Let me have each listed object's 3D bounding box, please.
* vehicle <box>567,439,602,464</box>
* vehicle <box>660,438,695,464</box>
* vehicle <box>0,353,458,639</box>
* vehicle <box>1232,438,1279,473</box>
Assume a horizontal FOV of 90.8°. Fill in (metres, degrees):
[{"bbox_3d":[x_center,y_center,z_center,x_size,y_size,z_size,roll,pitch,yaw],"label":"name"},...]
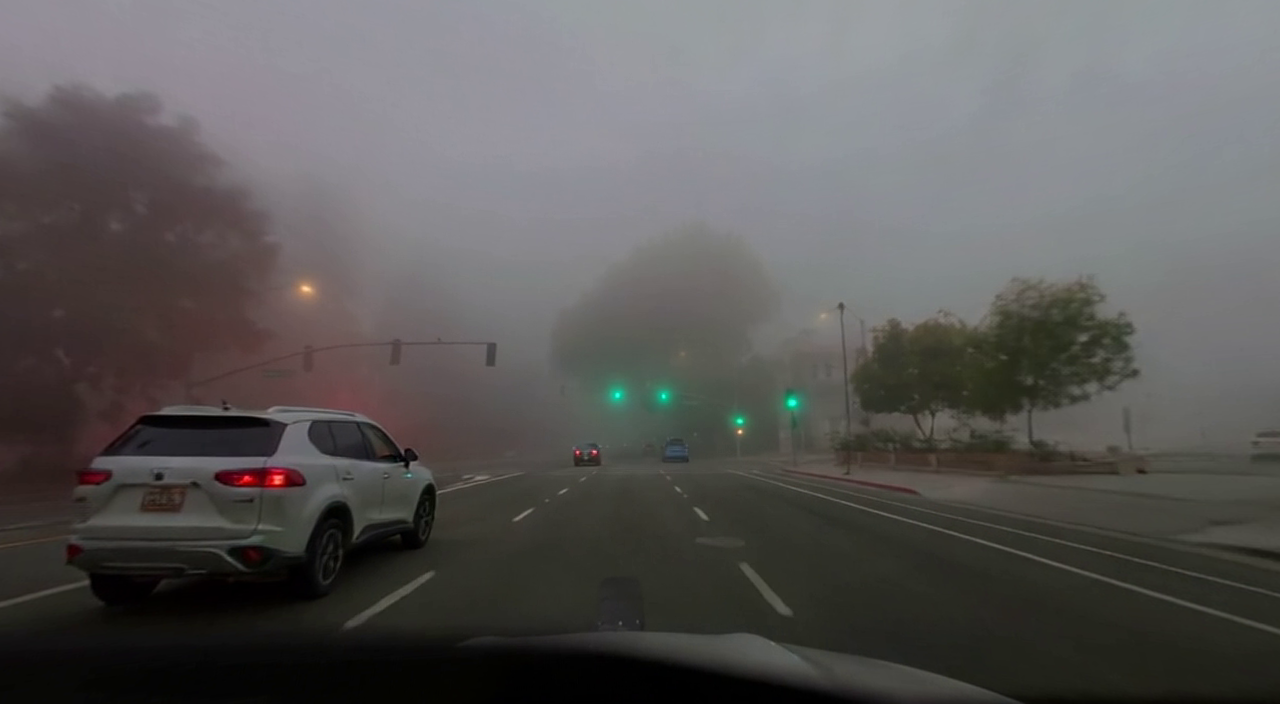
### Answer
[{"bbox_3d":[-3.917,7.095,45.159,2.083,1.685,4.069,0,-8,1],"label":"vehicle"},{"bbox_3d":[2.513,6.808,43.589,2.018,1.719,4.369,0,-8,-2],"label":"vehicle"},{"bbox_3d":[-3.912,1.369,7.050,2.225,1.984,5.168,0,-8,0],"label":"vehicle"},{"bbox_3d":[38.335,6.210,38.318,2.026,1.987,5.331,-5,-9,27],"label":"vehicle"}]
